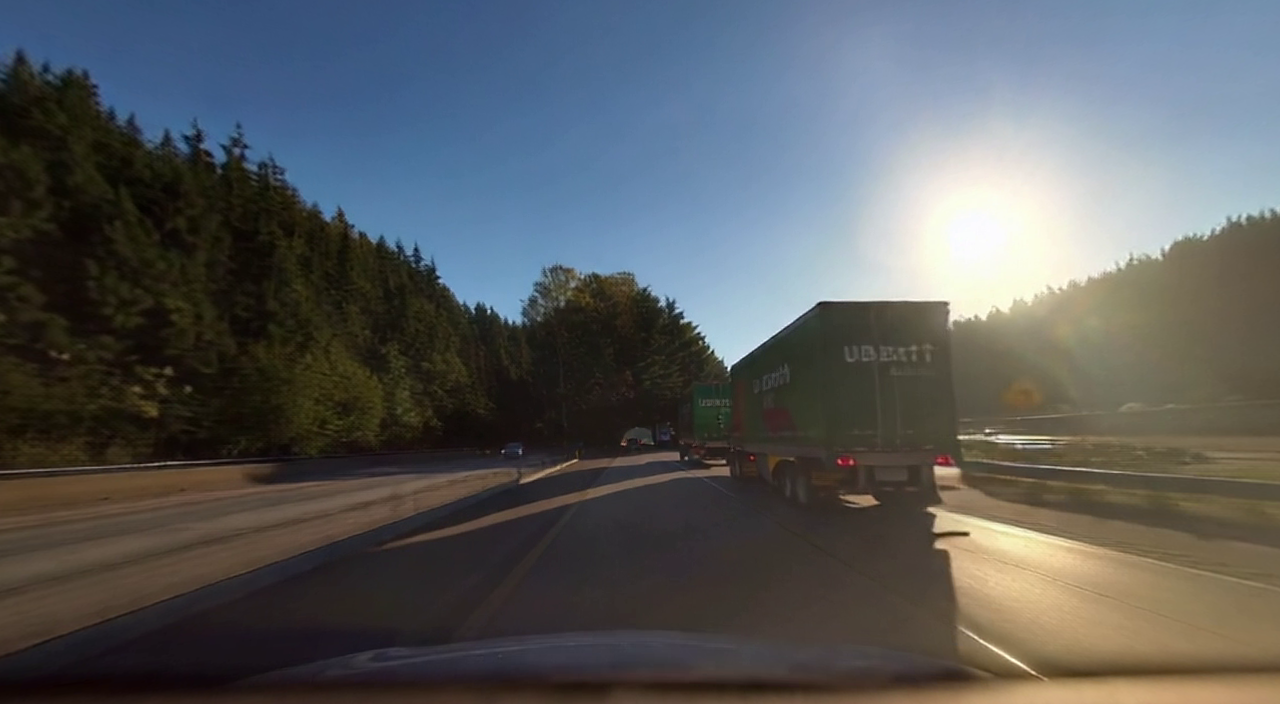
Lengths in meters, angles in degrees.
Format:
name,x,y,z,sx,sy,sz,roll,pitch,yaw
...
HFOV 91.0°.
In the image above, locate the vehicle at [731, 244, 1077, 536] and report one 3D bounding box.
name,x,y,z,sx,sy,sz,roll,pitch,yaw
vehicle,4.021,1.017,12.441,3.006,3.850,8.310,0,-8,-1
